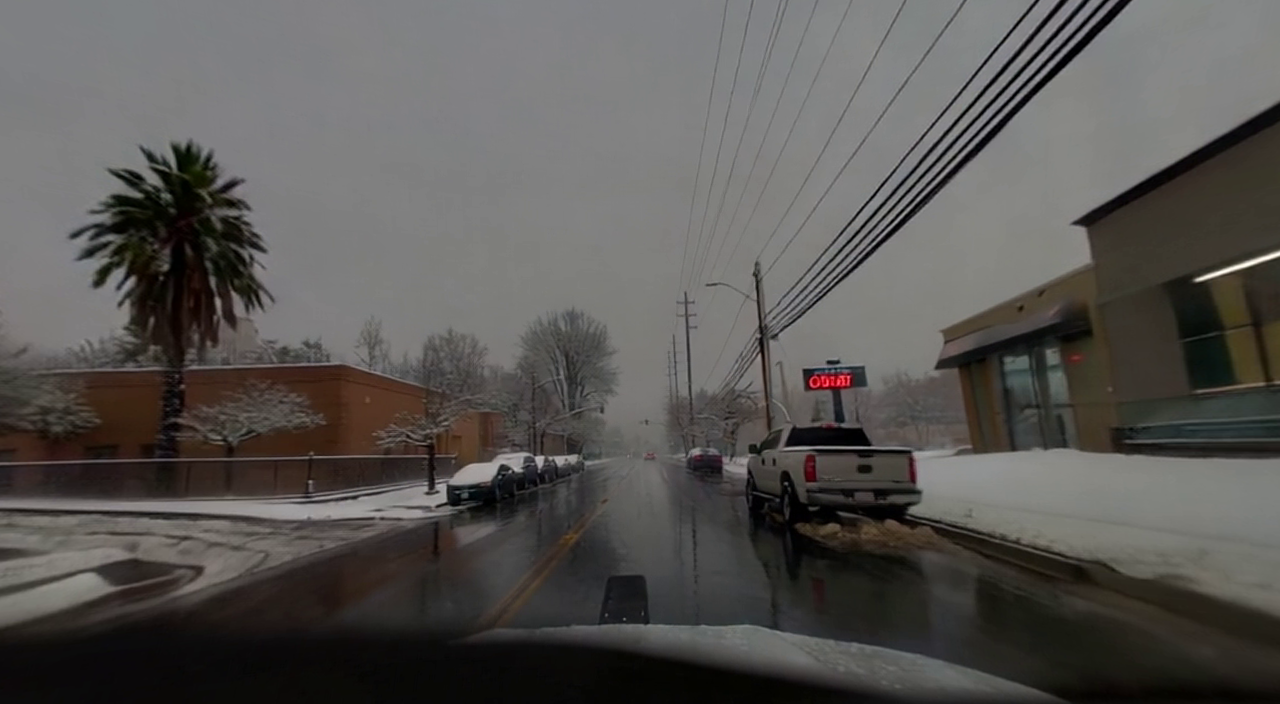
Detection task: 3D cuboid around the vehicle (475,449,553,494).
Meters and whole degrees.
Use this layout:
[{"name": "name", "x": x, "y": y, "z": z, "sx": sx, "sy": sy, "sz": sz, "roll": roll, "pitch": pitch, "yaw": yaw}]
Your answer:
[{"name": "vehicle", "x": -5.523, "y": 5.314, "z": 28.518, "sx": 2.286, "sy": 1.836, "sz": 5.088, "roll": 0, "pitch": -9, "yaw": 2}]

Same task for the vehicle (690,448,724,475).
[{"name": "vehicle", "x": 4.320, "y": 7.131, "z": 41.319, "sx": 1.948, "sy": 1.607, "sz": 4.873, "roll": 0, "pitch": -9, "yaw": 3}]

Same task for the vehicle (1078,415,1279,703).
[{"name": "vehicle", "x": 3.499, "y": 0.786, "z": 1.006, "sx": 2.060, "sy": 1.513, "sz": 4.741, "roll": 0, "pitch": -9, "yaw": -2}]

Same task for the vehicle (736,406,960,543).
[{"name": "vehicle", "x": 3.717, "y": 2.400, "z": 12.933, "sx": 2.485, "sy": 2.123, "sz": 6.029, "roll": 0, "pitch": -9, "yaw": 0}]

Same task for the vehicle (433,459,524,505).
[{"name": "vehicle", "x": -5.750, "y": 4.680, "z": 23.106, "sx": 1.982, "sy": 1.453, "sz": 4.577, "roll": 0, "pitch": -9, "yaw": 1}]
